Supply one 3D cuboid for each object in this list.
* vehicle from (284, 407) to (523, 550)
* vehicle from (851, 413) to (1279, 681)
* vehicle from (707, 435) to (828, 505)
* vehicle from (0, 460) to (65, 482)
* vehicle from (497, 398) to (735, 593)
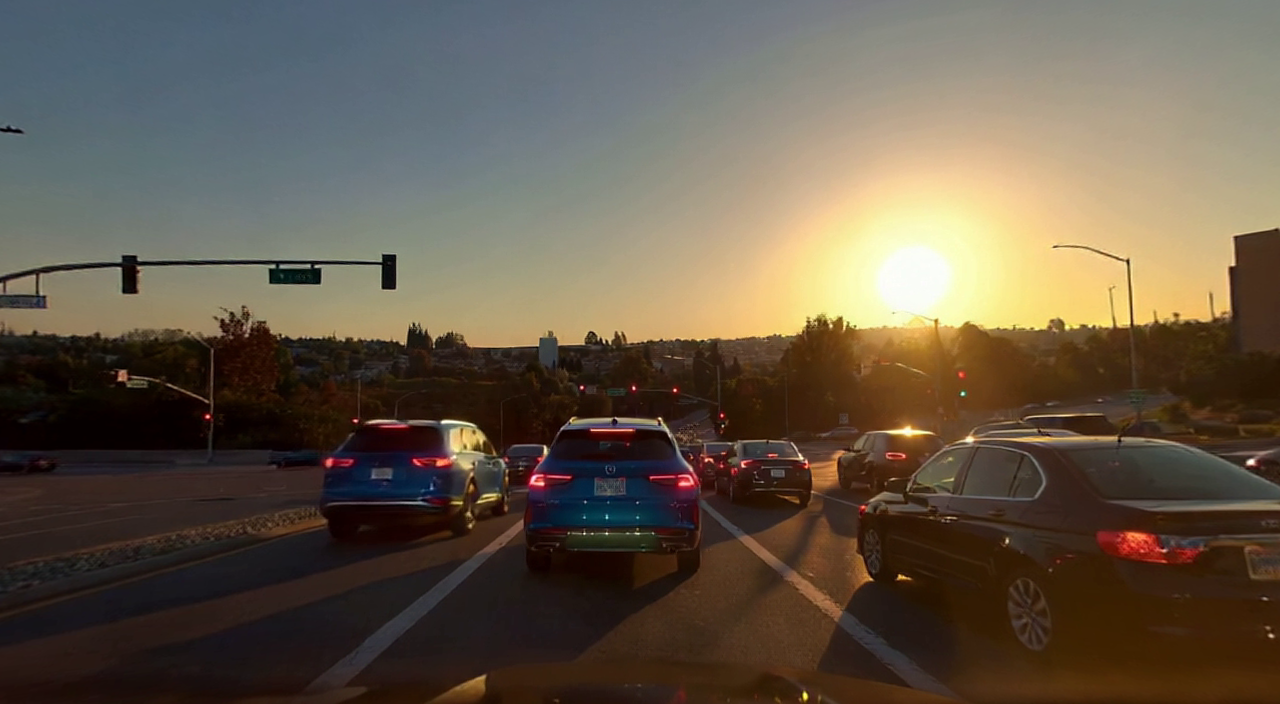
[{"bbox_3d":[-3.475,1.979,10.611,2.186,1.794,4.972,0,-8,-1],"label":"vehicle"},{"bbox_3d":[3.628,1.397,5.701,1.861,1.478,4.185,0,-8,-2],"label":"vehicle"},{"bbox_3d":[2.986,2.858,15.776,1.950,1.506,4.086,0,-8,-3],"label":"vehicle"},{"bbox_3d":[-42.231,8.055,42.855,4.468,1.430,1.770,1,-8,-5],"label":"vehicle"},{"bbox_3d":[-0.268,1.554,7.626,2.101,1.707,3.904,0,-8,-2],"label":"vehicle"}]
